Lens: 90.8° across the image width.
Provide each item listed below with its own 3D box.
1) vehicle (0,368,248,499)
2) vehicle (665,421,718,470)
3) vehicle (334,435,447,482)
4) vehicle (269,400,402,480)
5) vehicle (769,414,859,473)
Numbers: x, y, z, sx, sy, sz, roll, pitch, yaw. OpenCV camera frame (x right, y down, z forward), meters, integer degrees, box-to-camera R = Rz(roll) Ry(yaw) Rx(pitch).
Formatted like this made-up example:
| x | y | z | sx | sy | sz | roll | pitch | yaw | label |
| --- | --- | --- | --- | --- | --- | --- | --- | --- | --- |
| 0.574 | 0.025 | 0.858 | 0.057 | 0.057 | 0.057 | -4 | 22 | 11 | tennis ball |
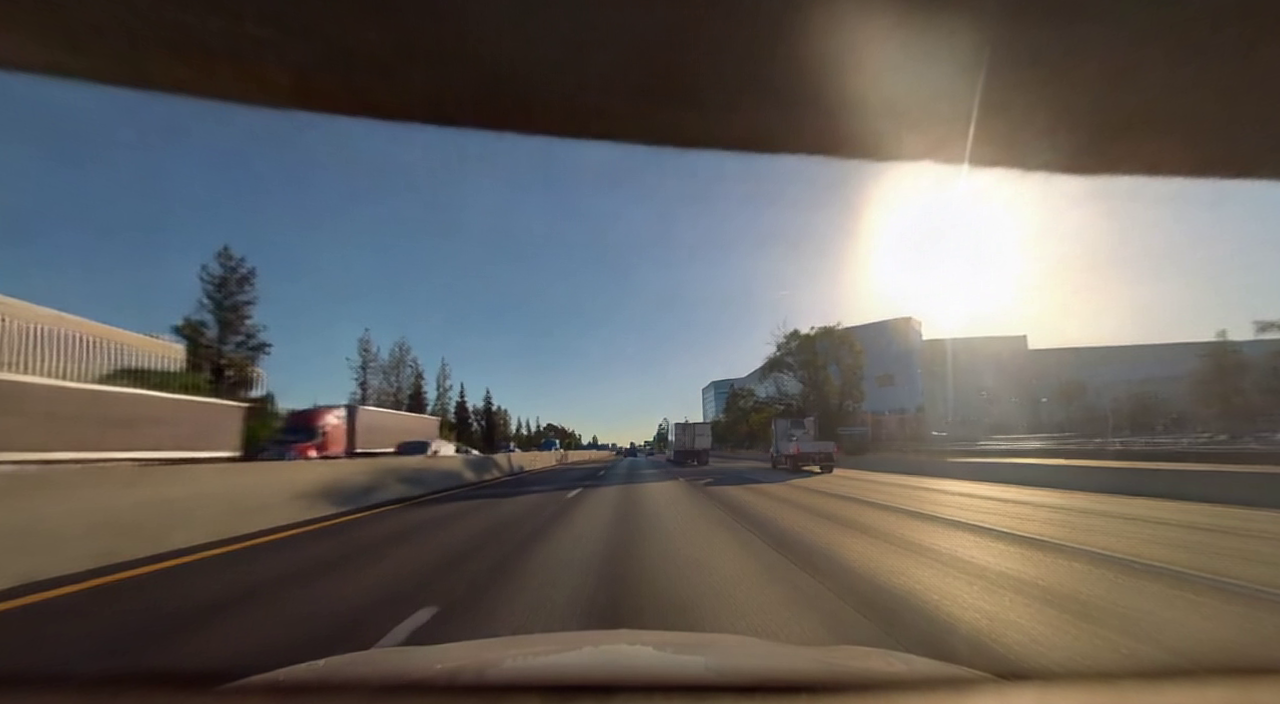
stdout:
| x | y | z | sx | sy | sz | roll | pitch | yaw | label |
| --- | --- | --- | --- | --- | --- | --- | --- | --- | --- |
| -21.229 | 3.153 | 23.593 | 2.850 | 3.981 | 16.420 | 0 | -9 | -1 | vehicle |
| 3.360 | 6.420 | 43.269 | 2.742 | 3.054 | 7.537 | 0 | -9 | -2 | vehicle |
| -10.388 | 4.511 | 26.939 | 2.415 | 1.754 | 5.809 | 0 | -9 | 0 | vehicle |
| -17.611 | 5.291 | 37.638 | 3.294 | 4.178 | 9.302 | 0 | -9 | -1 | vehicle |
| 10.801 | 5.895 | 40.490 | 2.912 | 3.293 | 9.588 | 0 | -9 | -1 | vehicle |
